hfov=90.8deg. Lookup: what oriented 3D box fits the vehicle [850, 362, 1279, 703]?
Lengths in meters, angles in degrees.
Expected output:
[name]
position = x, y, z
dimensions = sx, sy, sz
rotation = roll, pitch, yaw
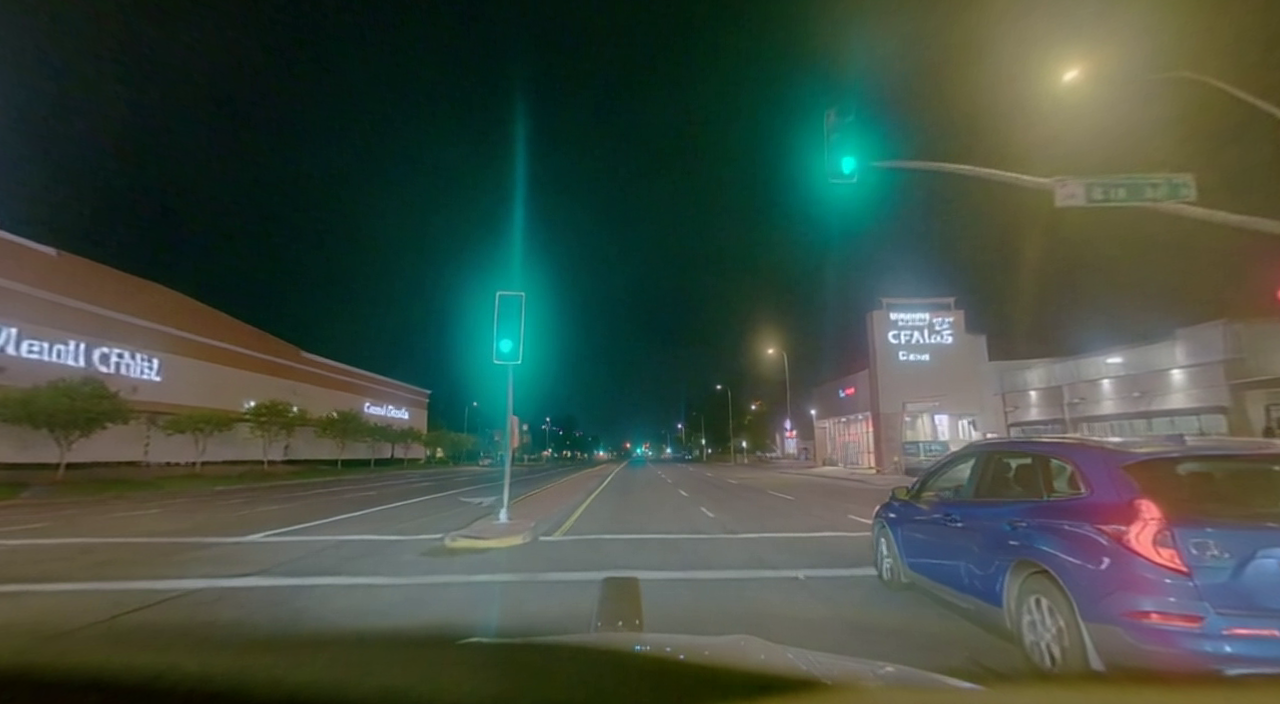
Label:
[vehicle]
position = 3.218, 1.123, 3.932
dimensions = 2.015, 1.641, 4.995
rotation = 0, -9, -1
